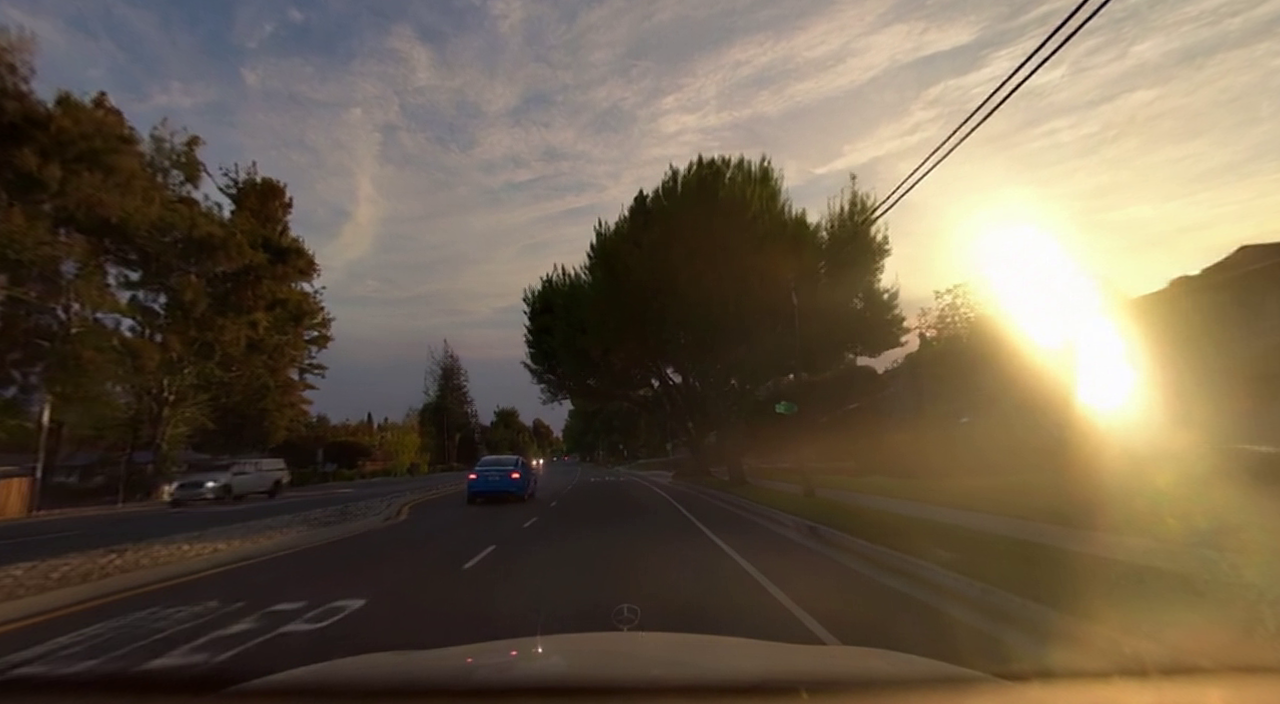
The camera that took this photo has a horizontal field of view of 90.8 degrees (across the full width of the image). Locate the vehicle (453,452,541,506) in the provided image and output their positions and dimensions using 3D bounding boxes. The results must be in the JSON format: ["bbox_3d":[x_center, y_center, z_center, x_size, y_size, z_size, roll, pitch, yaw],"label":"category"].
[{"bbox_3d":[-4.539,4.079,20.816,1.980,1.508,4.502,0,-9,-2],"label":"vehicle"}]

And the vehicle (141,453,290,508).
[{"bbox_3d":[-18.538,5.575,28.155,2.544,2.065,6.253,0,-9,-3],"label":"vehicle"}]

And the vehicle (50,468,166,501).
[{"bbox_3d":[-30.516,7.609,36.412,4.582,1.683,1.974,2,-9,-13],"label":"vehicle"}]
